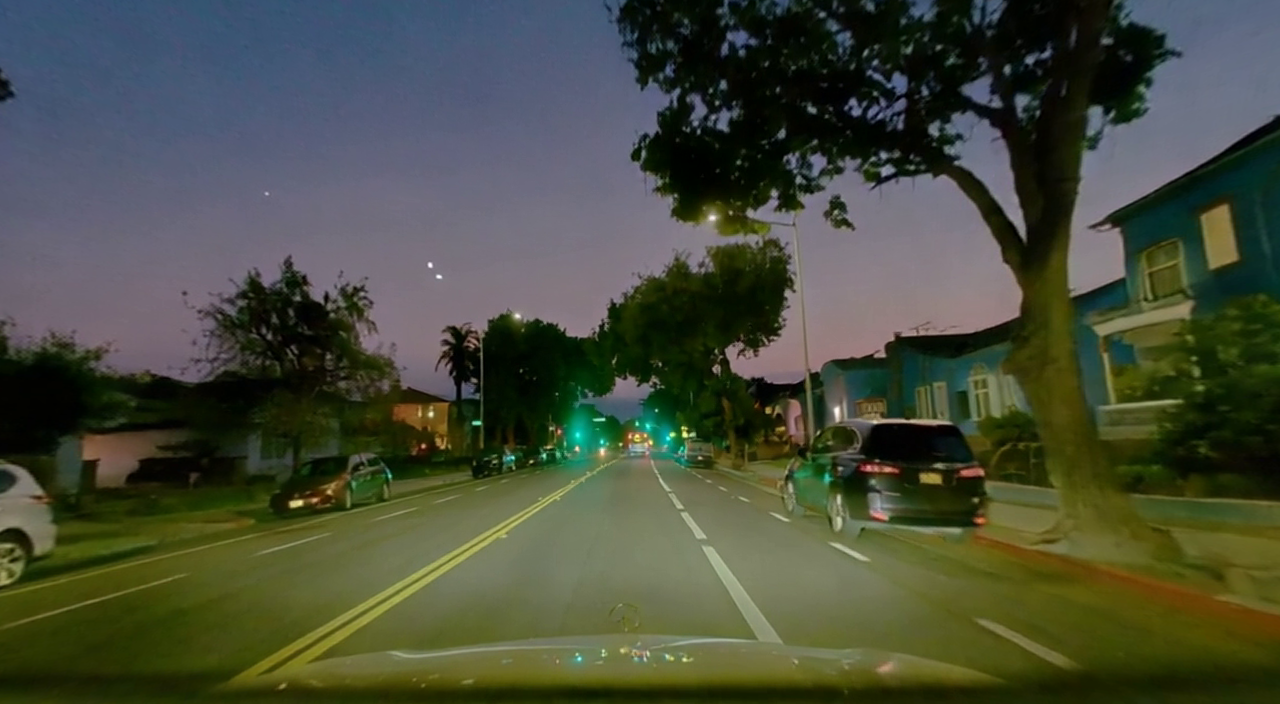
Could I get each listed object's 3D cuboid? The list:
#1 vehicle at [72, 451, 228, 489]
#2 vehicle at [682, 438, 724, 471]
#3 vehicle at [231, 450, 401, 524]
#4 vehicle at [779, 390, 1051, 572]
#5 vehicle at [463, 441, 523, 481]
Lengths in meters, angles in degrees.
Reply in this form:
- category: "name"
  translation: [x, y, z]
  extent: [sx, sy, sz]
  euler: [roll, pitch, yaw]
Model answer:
- category: "vehicle"
  translation: [-20.221, 4.849, 26.225]
  extent: [4.721, 1.463, 2.275]
  euler: [-1, -8, 5]
- category: "vehicle"
  translation: [3.991, 6.552, 40.668]
  extent: [2.060, 1.833, 4.927]
  euler: [4, -9, 0]
- category: "vehicle"
  translation: [-8.312, 3.447, 16.860]
  extent: [1.921, 1.494, 4.884]
  euler: [-2, -8, 1]
- category: "vehicle"
  translation: [3.703, 1.803, 9.672]
  extent: [2.131, 1.995, 4.626]
  euler: [3, -8, 1]
- category: "vehicle"
  translation: [-8.263, 6.155, 36.024]
  extent: [2.094, 1.840, 5.450]
  euler: [-6, -8, -1]
